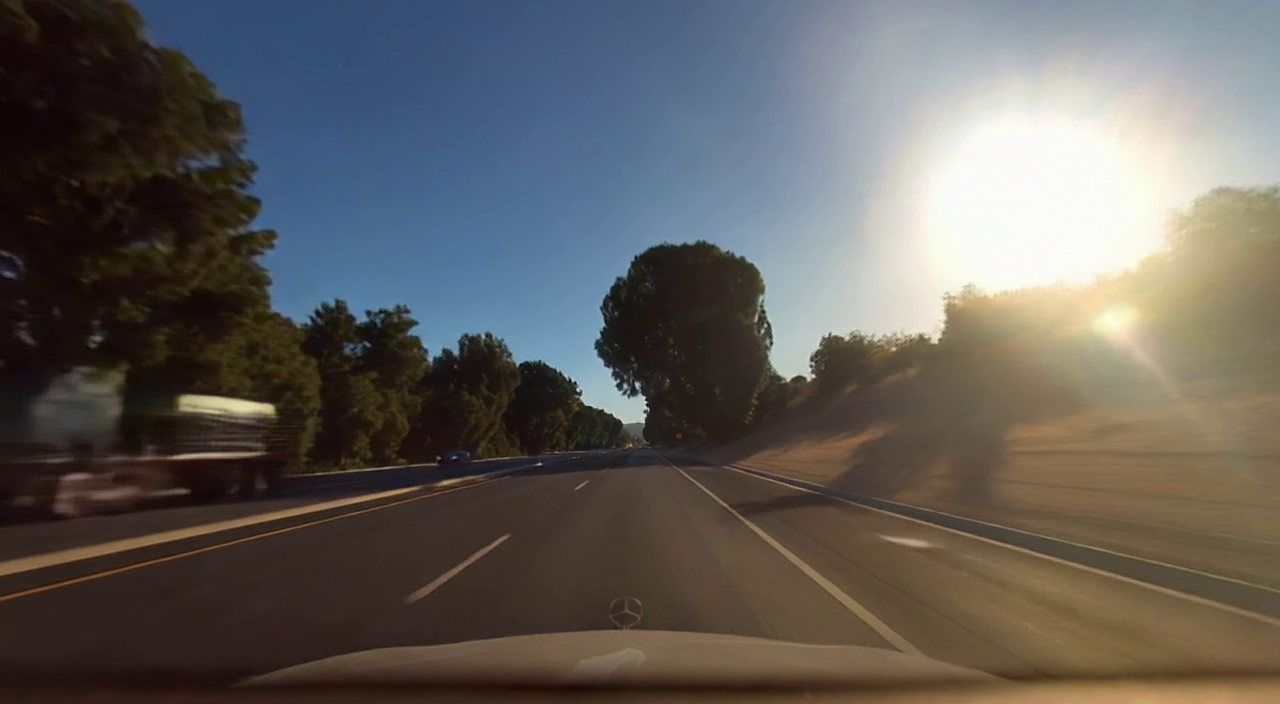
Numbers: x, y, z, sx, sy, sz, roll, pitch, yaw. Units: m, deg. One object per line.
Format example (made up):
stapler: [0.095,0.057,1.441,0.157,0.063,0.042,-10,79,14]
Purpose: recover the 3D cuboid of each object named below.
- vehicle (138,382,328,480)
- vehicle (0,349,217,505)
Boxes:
vehicle: [-17.274,3.547,27.689,2.816,3.640,8.061,0,-8,1]
vehicle: [-17.274,2.252,18.229,3.008,3.803,9.935,0,-8,0]
